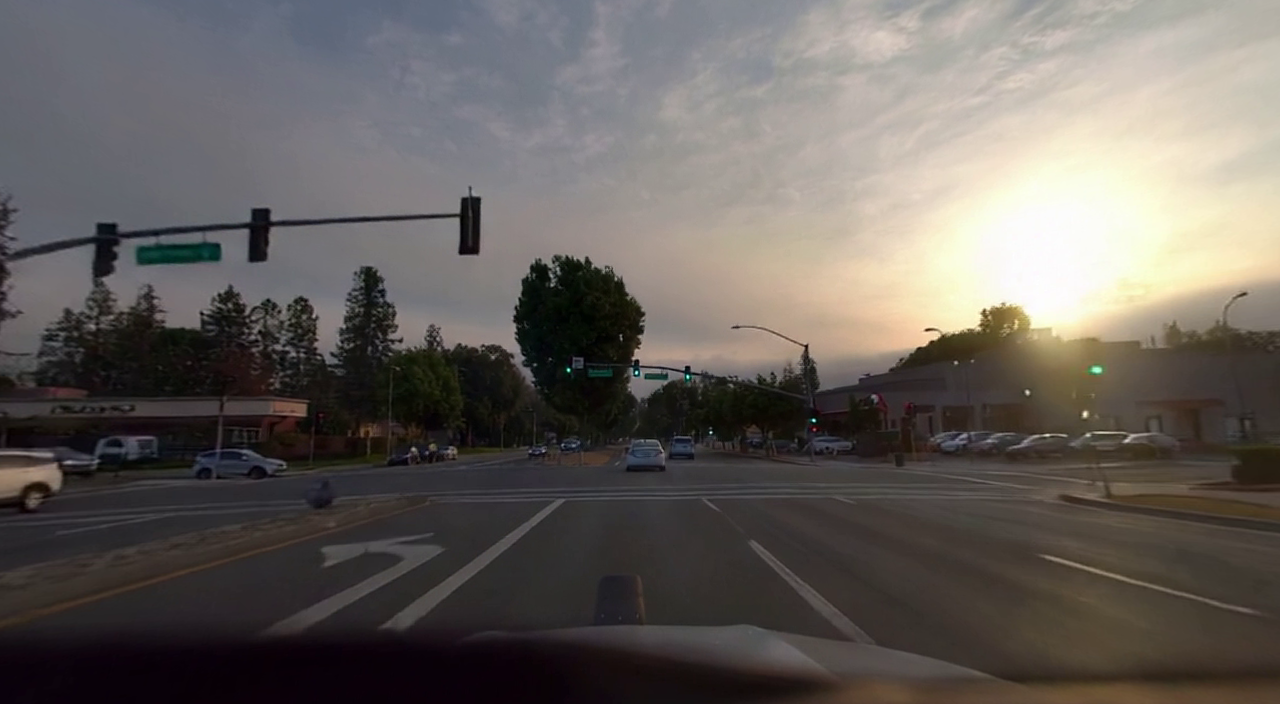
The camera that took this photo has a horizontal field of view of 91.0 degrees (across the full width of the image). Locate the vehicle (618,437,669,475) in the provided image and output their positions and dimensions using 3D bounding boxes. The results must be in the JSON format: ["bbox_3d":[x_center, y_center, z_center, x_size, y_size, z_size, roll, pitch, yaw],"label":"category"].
[{"bbox_3d":[0.113,4.696,28.586,2.145,1.572,4.021,1,-9,-1],"label":"vehicle"}]

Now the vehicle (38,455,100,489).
[{"bbox_3d":[-28.442,5.926,31.377,2.022,1.455,4.478,8,-11,-41],"label":"vehicle"}]

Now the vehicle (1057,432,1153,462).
[{"bbox_3d":[29.849,6.115,40.518,1.958,1.759,4.517,7,-11,-38],"label":"vehicle"}]

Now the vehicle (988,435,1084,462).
[{"bbox_3d":[25.855,6.318,41.254,1.941,1.641,4.829,7,-11,-39],"label":"vehicle"}]

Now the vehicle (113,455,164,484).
[{"bbox_3d":[-28.179,6.543,35.310,1.953,1.415,4.553,8,-11,-40],"label":"vehicle"}]

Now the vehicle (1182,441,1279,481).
[{"bbox_3d":[24.871,4.314,24.961,4.788,1.481,1.959,0,-9,2],"label":"vehicle"}]

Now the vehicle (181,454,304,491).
[{"bbox_3d":[-18.837,5.717,30.293,2.311,1.485,5.817,1,-9,-2],"label":"vehicle"}]

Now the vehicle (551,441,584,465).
[{"bbox_3d":[-5.128,7.209,44.949,1.844,1.534,3.831,-3,-8,0],"label":"vehicle"}]
